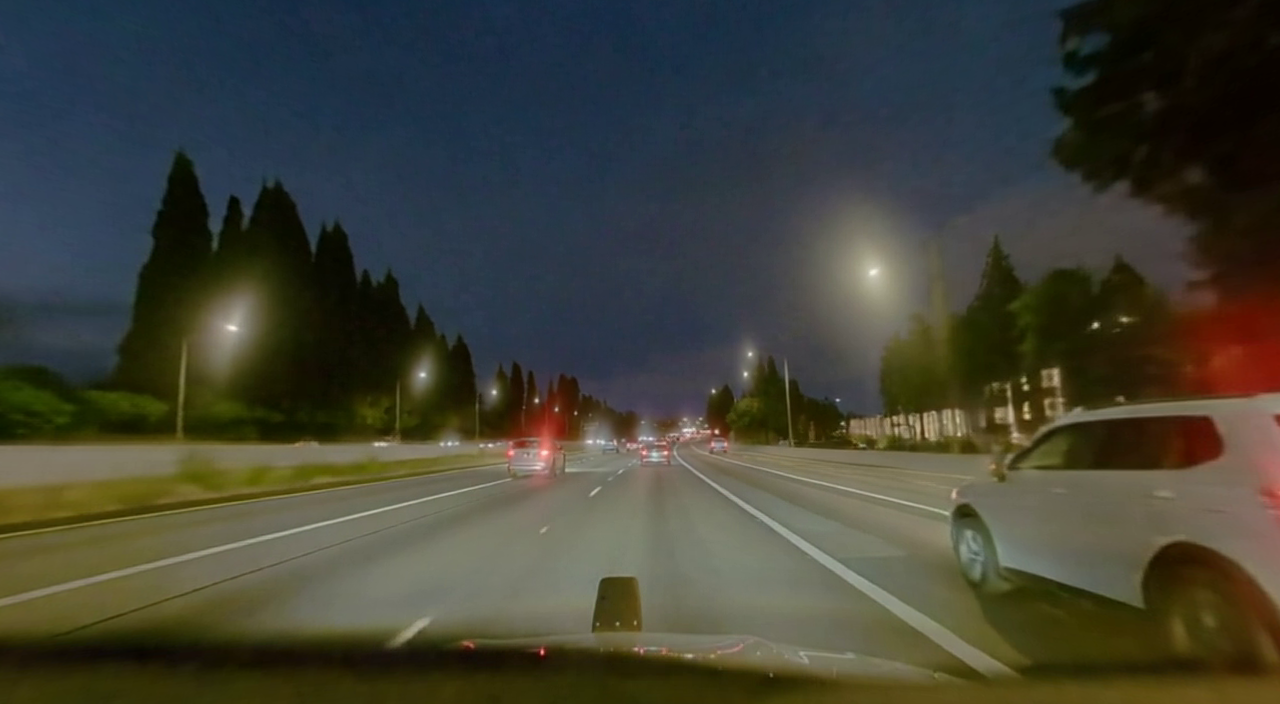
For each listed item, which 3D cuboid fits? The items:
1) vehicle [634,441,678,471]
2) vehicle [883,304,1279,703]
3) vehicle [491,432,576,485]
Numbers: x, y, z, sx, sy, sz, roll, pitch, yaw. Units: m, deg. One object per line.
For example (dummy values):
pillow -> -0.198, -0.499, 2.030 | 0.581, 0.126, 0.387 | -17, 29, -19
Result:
vehicle -> 0.824, 5.488, 33.533 | 2.146, 1.485, 4.332 | 0, -8, 1
vehicle -> 3.673, 0.927, 3.621 | 2.463, 1.851, 5.122 | 0, -8, -1
vehicle -> -3.665, 3.760, 22.666 | 2.260, 1.706, 4.177 | 0, -8, 1
